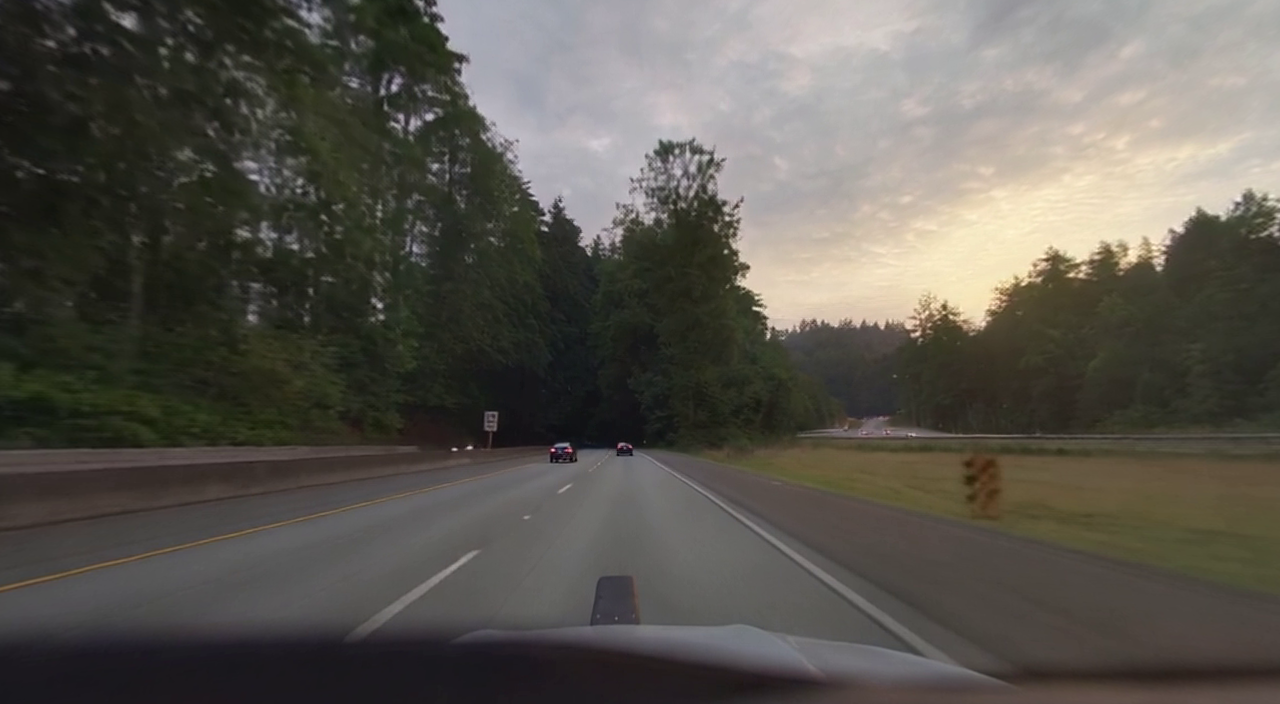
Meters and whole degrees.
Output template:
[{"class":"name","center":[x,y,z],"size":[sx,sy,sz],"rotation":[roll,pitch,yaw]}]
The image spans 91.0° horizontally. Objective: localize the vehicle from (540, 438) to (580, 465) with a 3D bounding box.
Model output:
[{"class":"vehicle","center":[-5.075,6.366,40.489],"size":[2.111,1.645,4.382],"rotation":[0,-8,-1]}]
